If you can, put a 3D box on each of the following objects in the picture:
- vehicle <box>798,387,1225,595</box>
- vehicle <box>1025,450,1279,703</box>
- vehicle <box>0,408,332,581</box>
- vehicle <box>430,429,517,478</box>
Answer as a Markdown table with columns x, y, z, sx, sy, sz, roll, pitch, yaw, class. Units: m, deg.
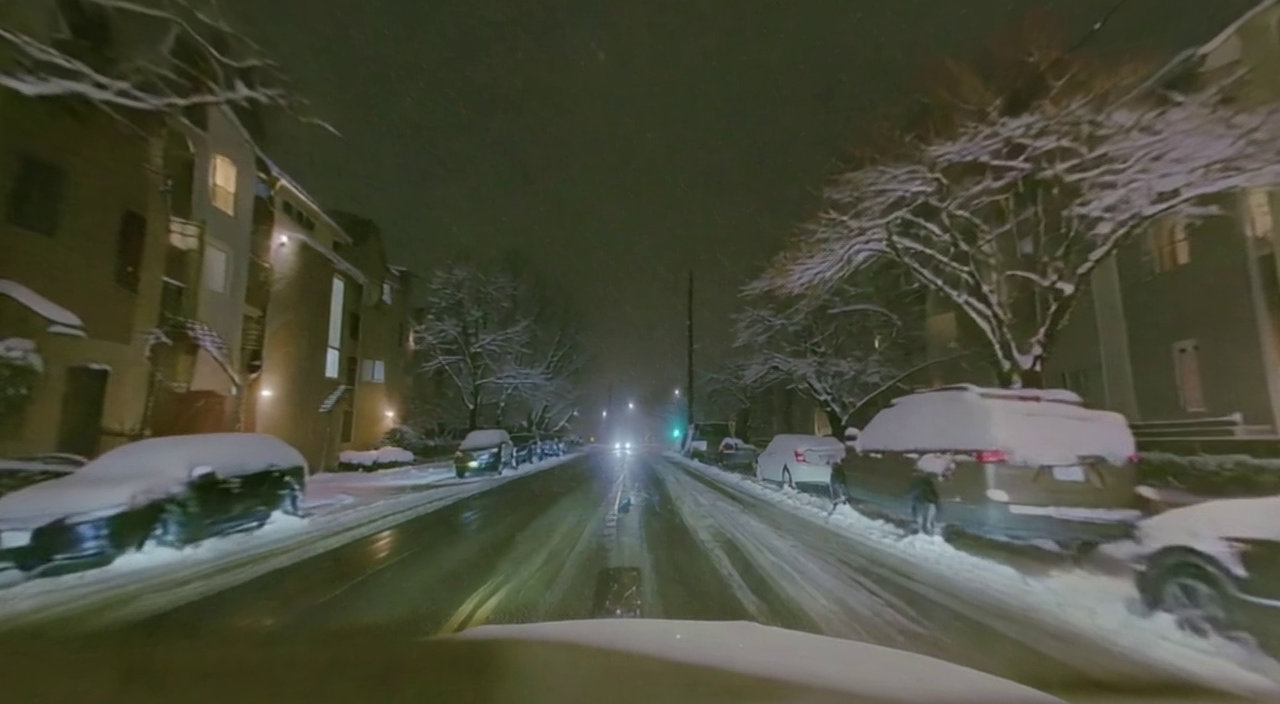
| x | y | z | sx | sy | sz | roll | pitch | yaw | class |
| --- | --- | --- | --- | --- | --- | --- | --- | --- | --- |
| 4.307 | 1.768 | 9.069 | 2.365 | 1.970 | 6.011 | 0 | -9 | -1 | vehicle |
| 4.390 | 1.220 | 3.203 | 1.823 | 1.393 | 4.584 | 0 | -9 | -2 | vehicle |
| -6.952 | 1.993 | 9.406 | 2.235 | 1.802 | 5.138 | -2 | -10 | -2 | vehicle |
| -7.115 | 4.499 | 27.644 | 2.384 | 1.781 | 5.492 | -3 | -10 | -1 | vehicle |
